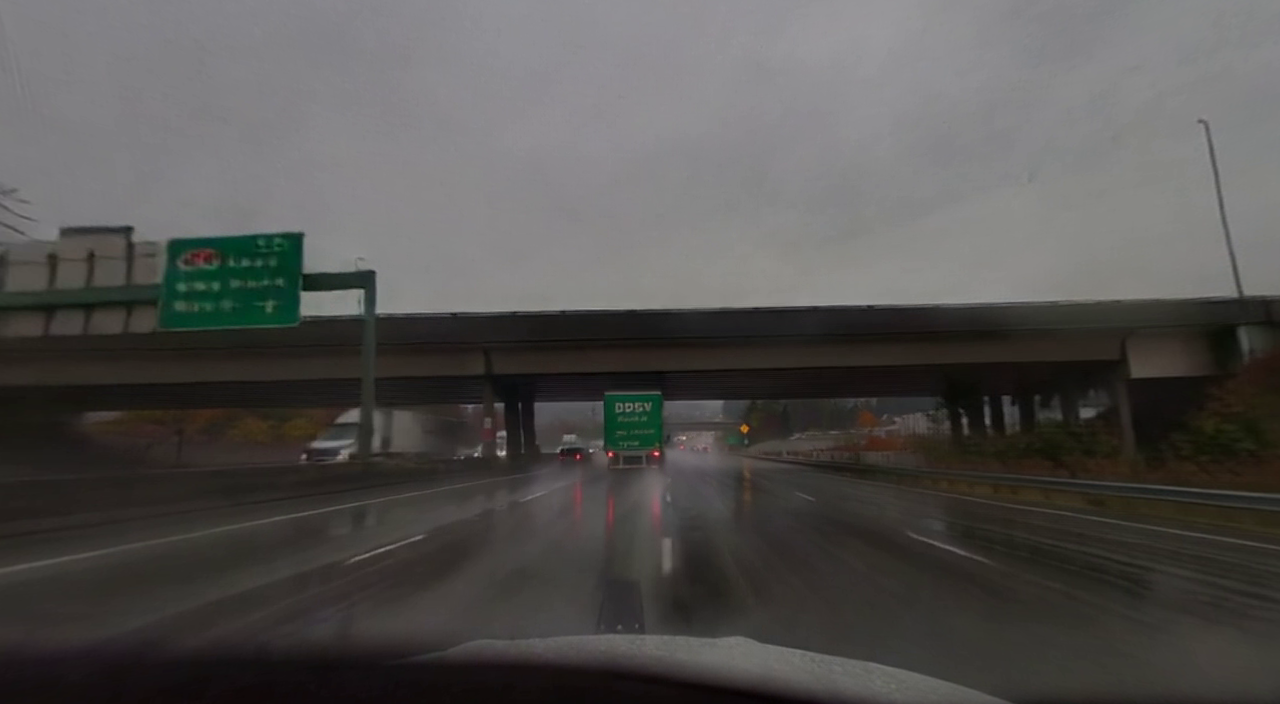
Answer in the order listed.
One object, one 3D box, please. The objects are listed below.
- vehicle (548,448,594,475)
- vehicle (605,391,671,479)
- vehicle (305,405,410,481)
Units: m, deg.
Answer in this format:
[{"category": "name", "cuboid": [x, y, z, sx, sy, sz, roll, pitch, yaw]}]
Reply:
[{"category": "vehicle", "cuboid": [-3.940, 6.329, 36.679, 1.958, 1.467, 4.737, -1, -9, 3]}, {"category": "vehicle", "cuboid": [0.085, 4.812, 35.500, 3.025, 4.002, 12.709, -1, -9, 2]}, {"category": "vehicle", "cuboid": [-15.990, 5.271, 36.154, 3.017, 3.970, 5.806, -1, -9, 3]}]
